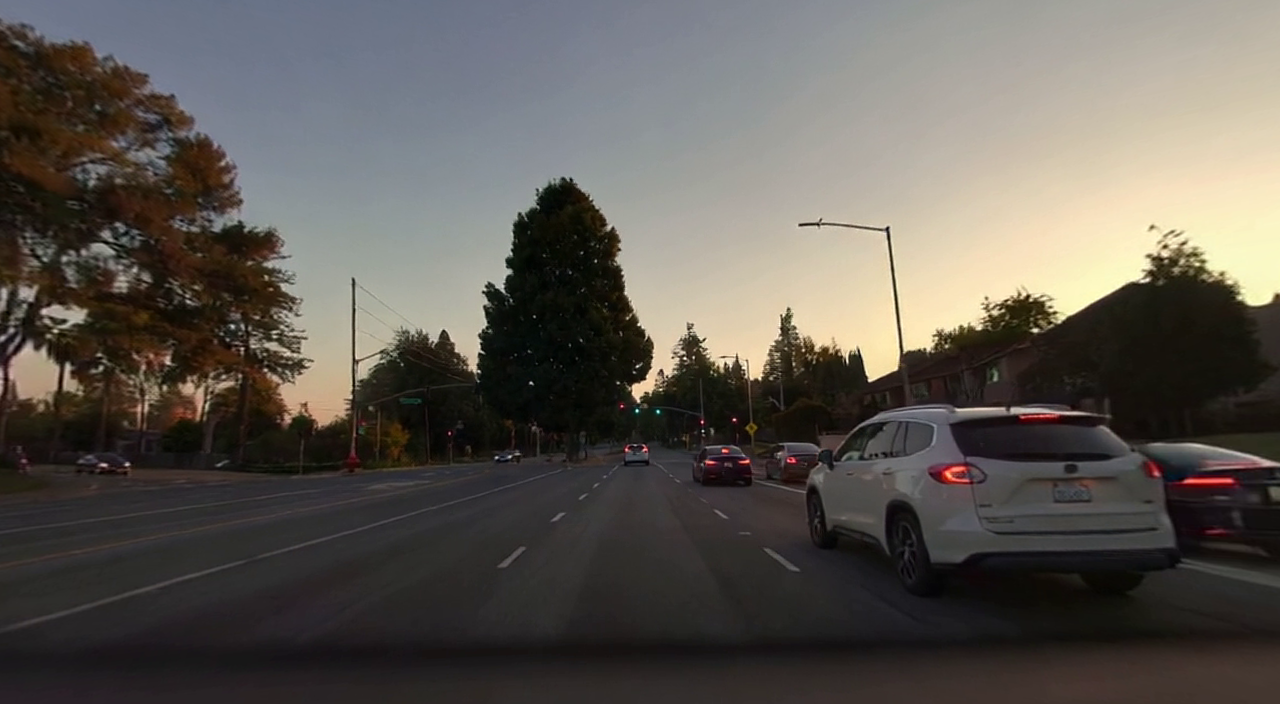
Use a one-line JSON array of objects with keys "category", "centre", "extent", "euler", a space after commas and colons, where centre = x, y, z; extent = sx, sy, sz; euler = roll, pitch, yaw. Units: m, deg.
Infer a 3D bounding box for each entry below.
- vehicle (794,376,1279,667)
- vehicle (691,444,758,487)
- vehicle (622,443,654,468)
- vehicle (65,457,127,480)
[{"category": "vehicle", "centre": [3.197, 1.374, 6.212], "extent": [2.129, 1.761, 4.610], "euler": [0, -9, 0]}, {"category": "vehicle", "centre": [3.024, 4.154, 23.400], "extent": [1.889, 1.451, 4.180], "euler": [0, -9, -1]}, {"category": "vehicle", "centre": [-0.152, 7.287, 44.367], "extent": [2.146, 1.685, 4.003], "euler": [0, -9, 0]}, {"category": "vehicle", "centre": [-38.378, 8.169, 44.351], "extent": [4.260, 1.501, 1.892], "euler": [-5, -10, 30]}]
